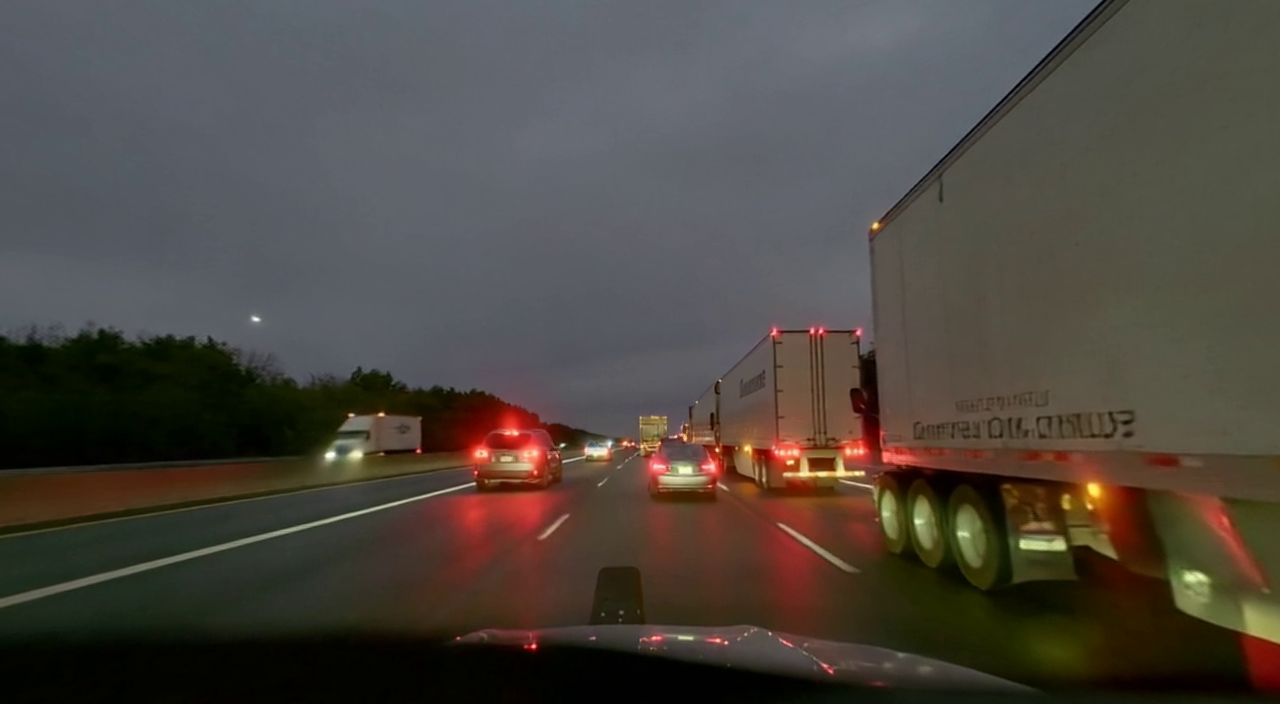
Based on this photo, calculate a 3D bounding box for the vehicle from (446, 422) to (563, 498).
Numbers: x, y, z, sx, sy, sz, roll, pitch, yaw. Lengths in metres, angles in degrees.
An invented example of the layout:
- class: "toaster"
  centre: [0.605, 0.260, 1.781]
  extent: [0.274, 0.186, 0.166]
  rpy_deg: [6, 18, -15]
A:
- class: "vehicle"
  centre: [-3.380, 2.783, 16.736]
  extent: [2.006, 1.729, 4.447]
  rpy_deg: [0, -8, 2]

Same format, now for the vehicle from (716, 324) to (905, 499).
- class: "vehicle"
  centre: [4.824, 2.308, 21.920]
  extent: [2.883, 4.070, 14.423]
  rpy_deg: [0, -8, 1]

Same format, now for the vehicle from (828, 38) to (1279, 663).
- class: "vehicle"
  centre: [4.512, 0.261, 6.974]
  extent: [2.981, 3.988, 6.053]
  rpy_deg: [0, -8, 1]

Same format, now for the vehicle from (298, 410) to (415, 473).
- class: "vehicle"
  centre: [-14.443, 4.638, 32.859]
  extent: [2.621, 2.896, 7.092]
  rpy_deg: [0, -8, 2]

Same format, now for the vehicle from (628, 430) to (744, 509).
- class: "vehicle"
  centre: [0.870, 2.515, 14.123]
  extent: [2.200, 1.495, 4.282]
  rpy_deg: [0, -8, 0]

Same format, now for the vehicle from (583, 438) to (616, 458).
- class: "vehicle"
  centre: [-3.102, 7.505, 49.478]
  extent: [2.181, 1.538, 4.169]
  rpy_deg: [0, -8, 2]
